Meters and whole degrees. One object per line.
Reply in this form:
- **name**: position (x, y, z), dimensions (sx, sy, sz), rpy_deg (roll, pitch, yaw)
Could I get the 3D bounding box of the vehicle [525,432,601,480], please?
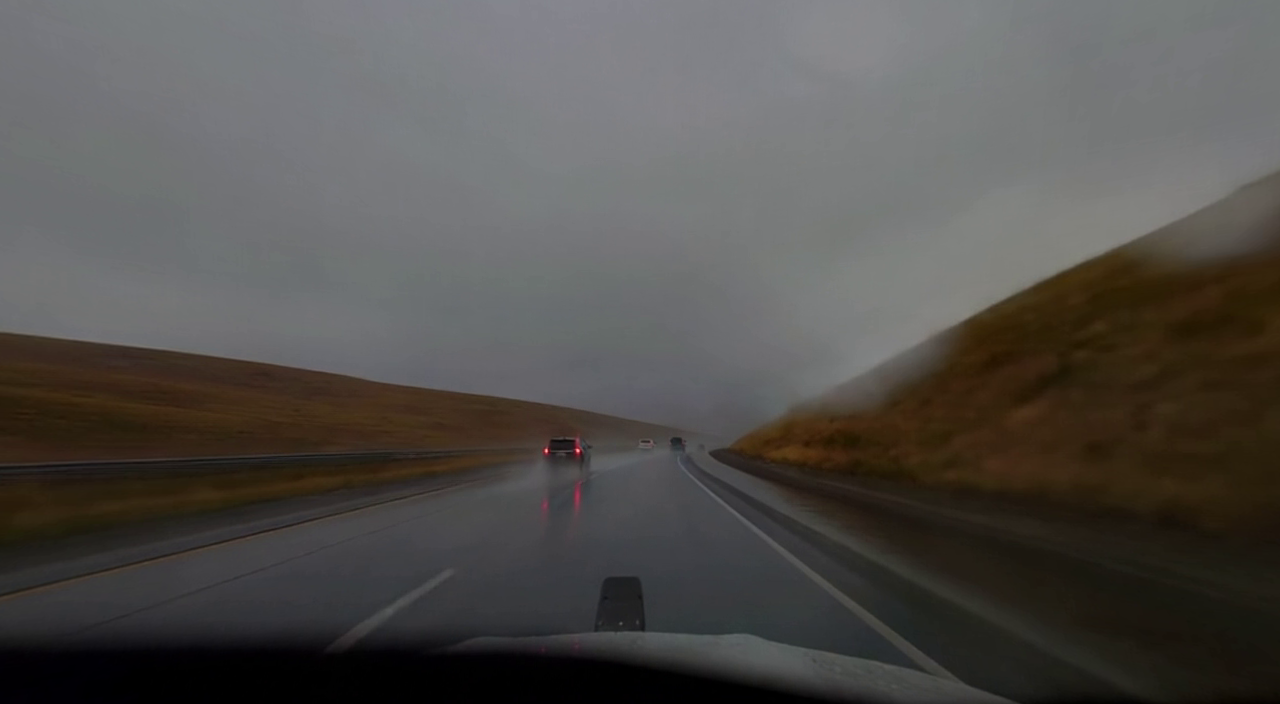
- **vehicle**: position (-2.923, 4.107, 25.203), dimensions (2.252, 1.743, 4.560), rpy_deg (-1, -8, 3)
